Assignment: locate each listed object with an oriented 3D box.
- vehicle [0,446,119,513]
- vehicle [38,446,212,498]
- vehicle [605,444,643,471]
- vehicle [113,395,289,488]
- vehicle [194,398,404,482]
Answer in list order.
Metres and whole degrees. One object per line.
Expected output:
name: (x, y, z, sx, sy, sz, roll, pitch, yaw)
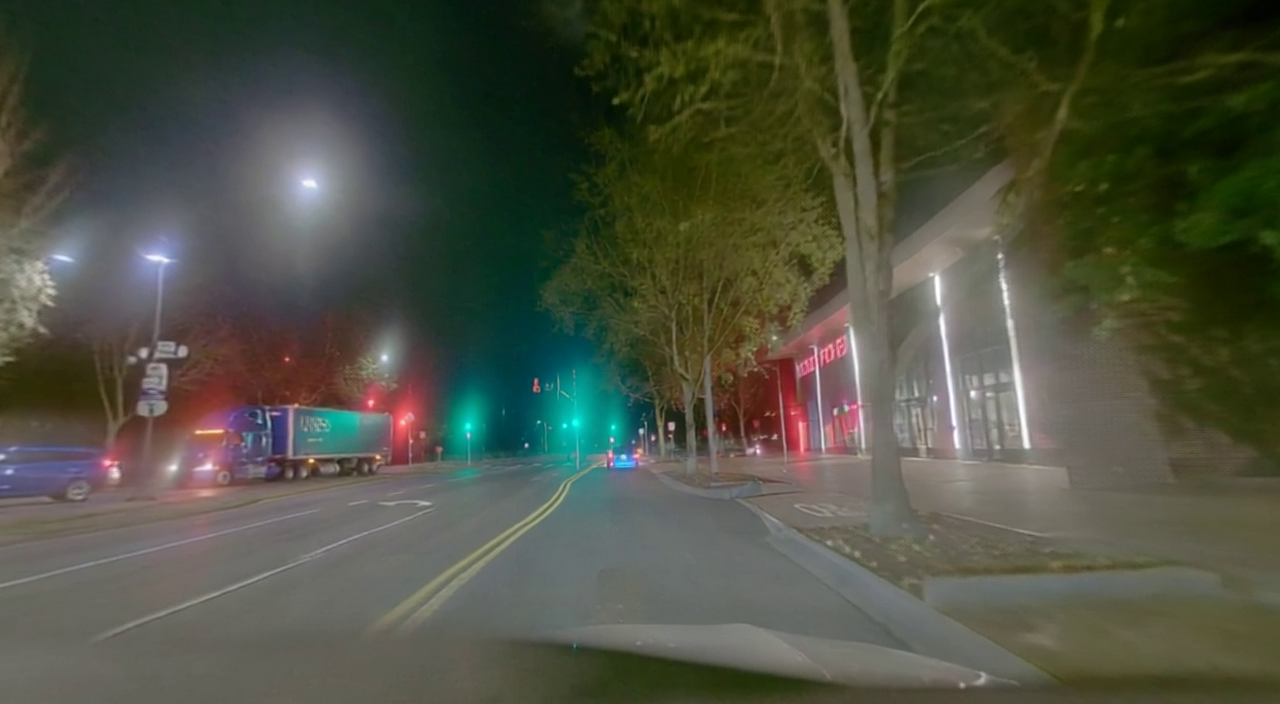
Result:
vehicle: (-17.620, 3.467, 17.325, 2.101, 1.721, 4.587, -3, -9, 18)
vehicle: (-19.230, 4.438, 23.915, 1.988, 1.762, 4.653, -3, -9, 18)
vehicle: (-0.854, 5.991, 36.062, 2.006, 1.470, 3.799, 0, -8, 0)
vehicle: (-20.847, 4.338, 30.538, 3.045, 3.961, 6.104, -3, -9, 17)
vehicle: (-18.844, 5.140, 36.550, 2.792, 4.025, 11.784, -3, -9, 18)
